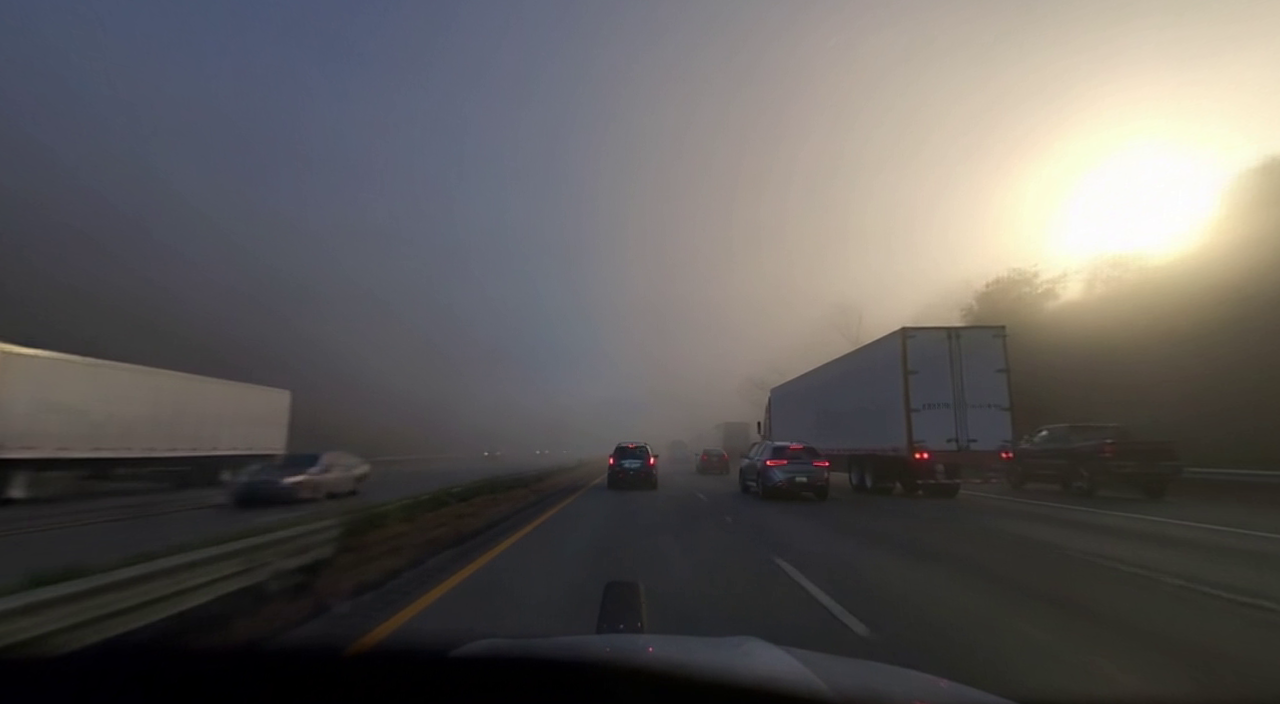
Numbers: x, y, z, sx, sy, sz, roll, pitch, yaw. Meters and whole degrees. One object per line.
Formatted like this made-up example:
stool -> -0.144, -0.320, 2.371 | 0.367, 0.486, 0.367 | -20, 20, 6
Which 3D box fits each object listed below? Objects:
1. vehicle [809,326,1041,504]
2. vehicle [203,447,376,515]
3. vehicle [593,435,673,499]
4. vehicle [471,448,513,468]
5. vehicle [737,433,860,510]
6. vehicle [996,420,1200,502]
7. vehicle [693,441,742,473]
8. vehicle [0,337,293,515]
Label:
vehicle -> 7.614, 2.051, 18.658 | 2.823, 4.063, 8.485 | 0, -9, 0
vehicle -> -8.475, 3.120, 15.732 | 2.043, 1.455, 3.840 | 0, -9, 1
vehicle -> -0.156, 3.198, 17.834 | 2.023, 1.618, 3.628 | 0, -9, 1
vehicle -> -11.570, 8.276, 49.507 | 2.189, 1.486, 4.091 | -1, -9, 2
vehicle -> 3.643, 2.816, 15.256 | 1.920, 1.594, 3.867 | 0, -9, 0
vehicle -> 12.010, 2.902, 17.093 | 1.966, 1.870, 4.734 | 0, -9, 1
vehicle -> 4.161, 5.749, 34.598 | 2.150, 1.632, 4.260 | 0, -9, 0
vehicle -> -16.017, 2.379, 18.704 | 3.084, 3.991, 14.527 | 0, -9, 1
